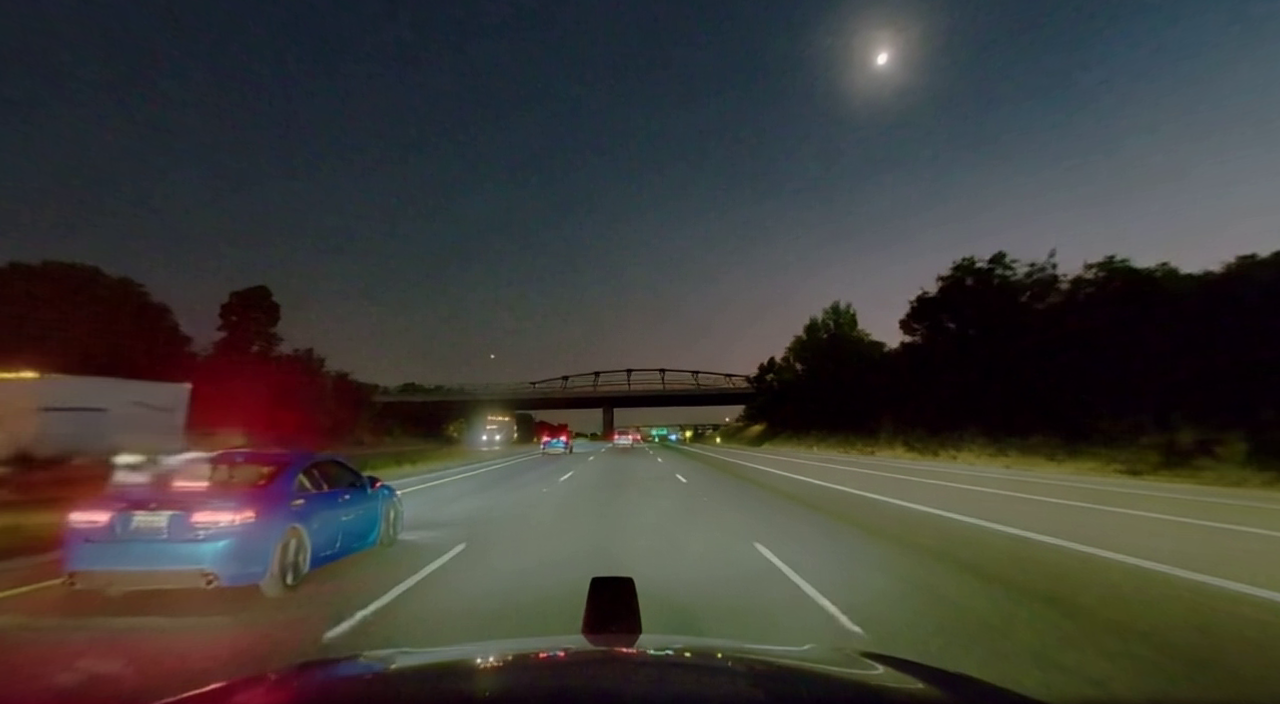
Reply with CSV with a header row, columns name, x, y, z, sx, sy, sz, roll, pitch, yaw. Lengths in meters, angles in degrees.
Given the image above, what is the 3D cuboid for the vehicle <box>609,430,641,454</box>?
name,x,y,z,sx,sy,sz,roll,pitch,yaw
vehicle,-1.018,6.302,44.170,2.116,1.625,4.004,0,-8,0

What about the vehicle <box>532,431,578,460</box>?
name,x,y,z,sx,sy,sz,roll,pitch,yaw
vehicle,-4.792,5.342,36.209,2.017,1.537,4.496,0,-8,0

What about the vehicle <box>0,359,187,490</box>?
name,x,y,z,sx,sy,sz,roll,pitch,yaw
vehicle,-20.496,2.531,21.447,2.968,3.835,9.465,0,-8,0

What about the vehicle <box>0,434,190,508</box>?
name,x,y,z,sx,sy,sz,roll,pitch,yaw
vehicle,-12.843,2.656,14.612,1.875,1.479,3.819,0,-8,0
